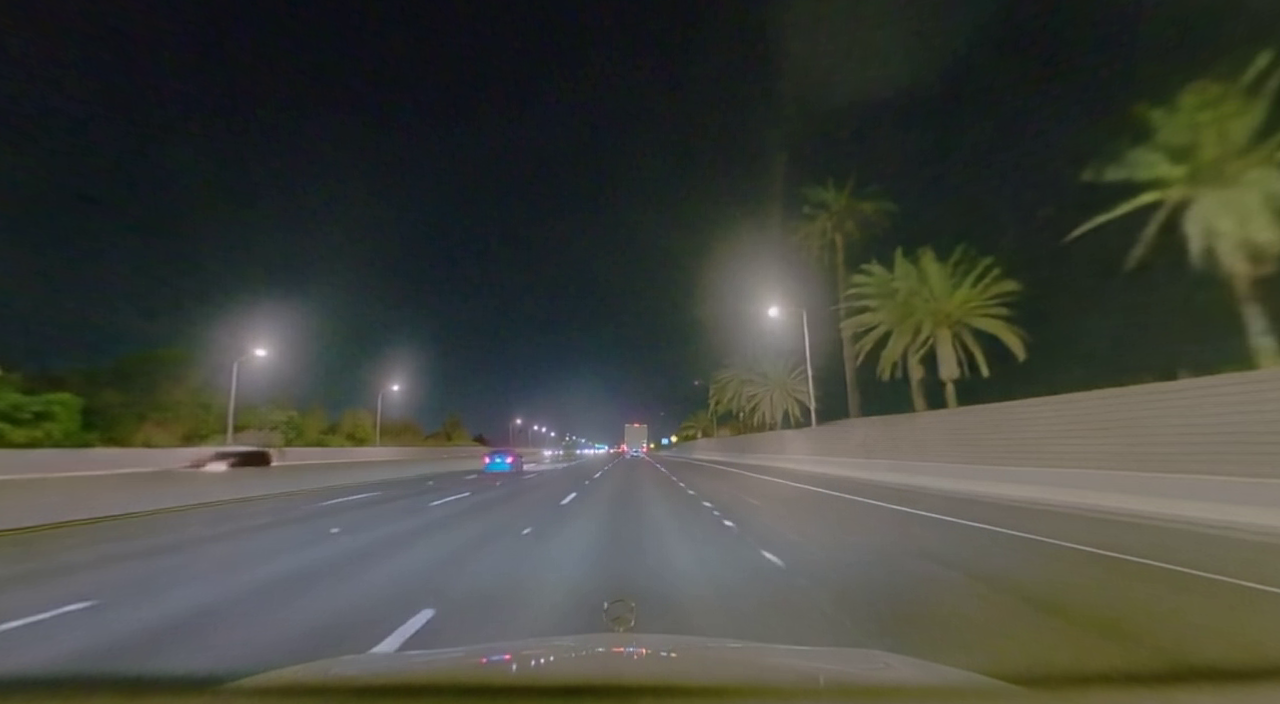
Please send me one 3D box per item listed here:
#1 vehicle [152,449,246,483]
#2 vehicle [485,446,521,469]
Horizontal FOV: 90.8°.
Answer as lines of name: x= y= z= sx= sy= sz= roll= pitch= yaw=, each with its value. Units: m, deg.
vehicle: x=-22.850 y=5.883 z=32.947 sx=1.894 sy=1.619 sz=4.181 roll=0 pitch=-9 yaw=-1
vehicle: x=-10.594 y=8.180 z=49.153 sx=1.897 sy=1.653 sz=4.113 roll=0 pitch=-9 yaw=0
